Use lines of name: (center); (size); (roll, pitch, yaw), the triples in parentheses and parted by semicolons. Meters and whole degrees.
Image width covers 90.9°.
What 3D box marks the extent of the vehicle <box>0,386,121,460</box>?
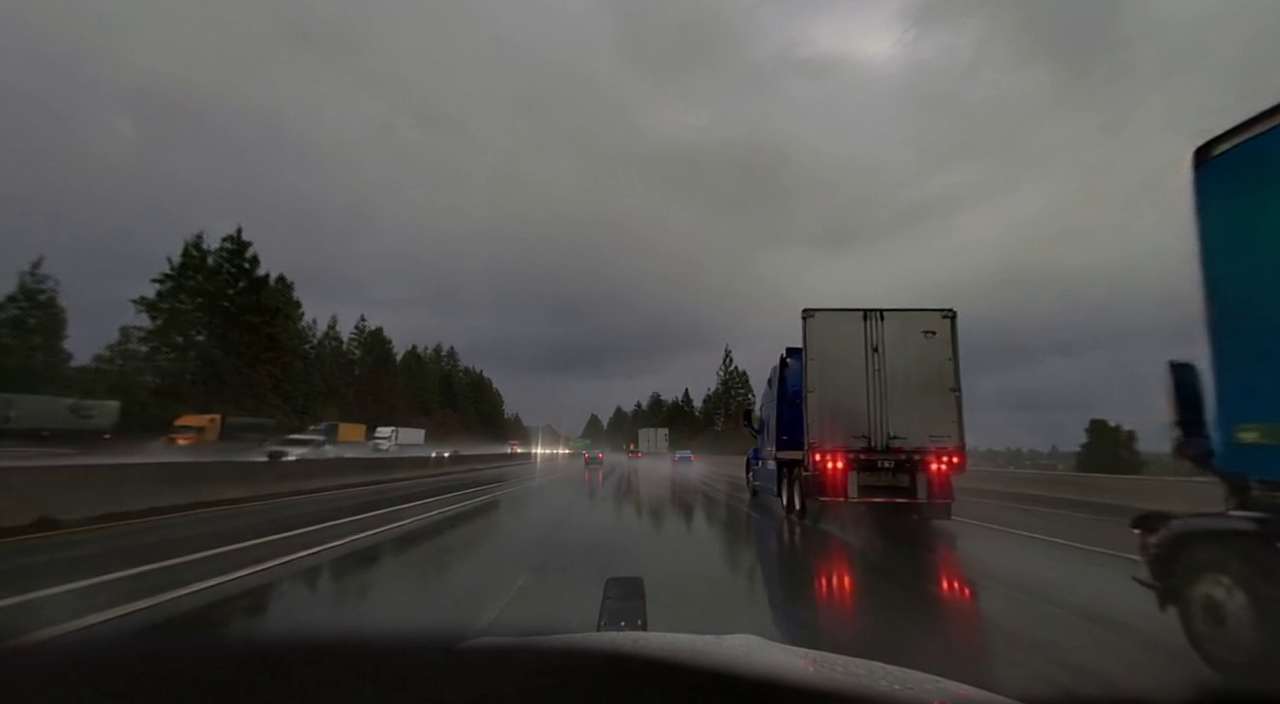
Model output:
vehicle: (-36.832, 3.984, 35.282); (2.867, 4.022, 14.159); (0, -9, 3)

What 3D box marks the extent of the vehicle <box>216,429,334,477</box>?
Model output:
vehicle: (-16.145, 4.514, 28.336); (2.163, 1.930, 5.305); (0, -9, -1)

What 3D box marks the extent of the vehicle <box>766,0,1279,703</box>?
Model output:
vehicle: (4.401, 0.404, 6.961); (2.847, 4.075, 14.244); (0, -9, -1)
